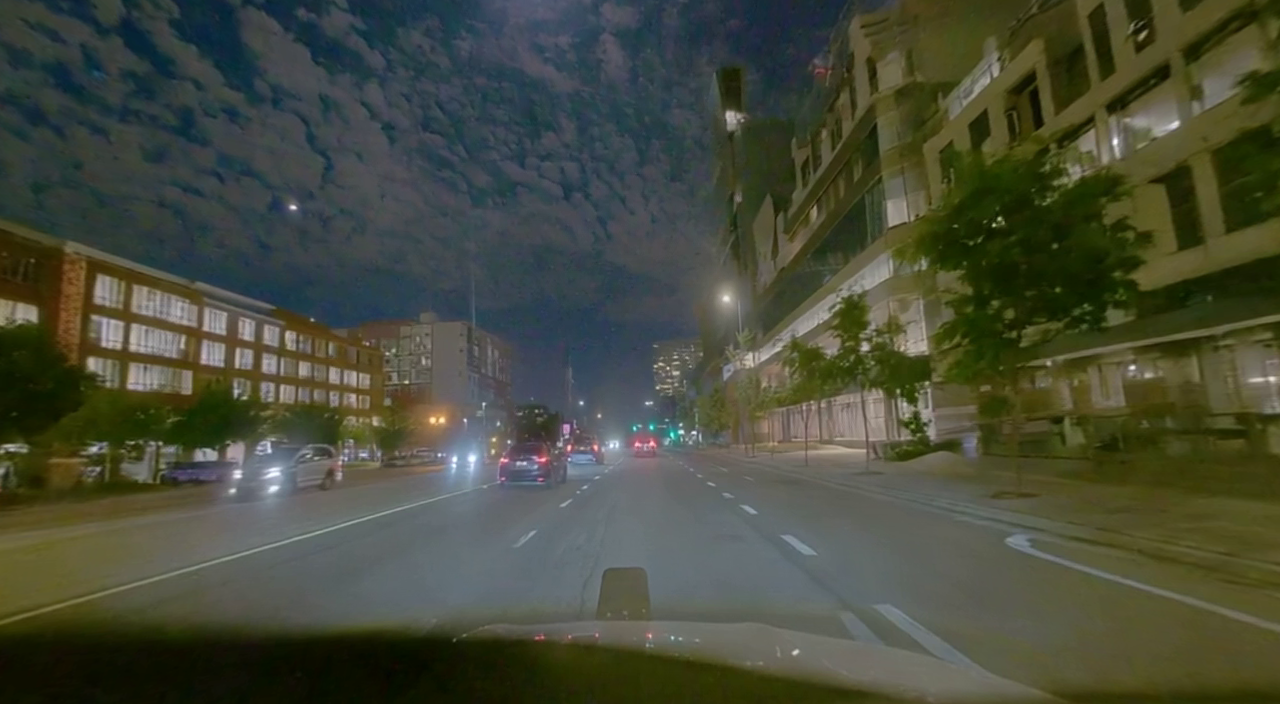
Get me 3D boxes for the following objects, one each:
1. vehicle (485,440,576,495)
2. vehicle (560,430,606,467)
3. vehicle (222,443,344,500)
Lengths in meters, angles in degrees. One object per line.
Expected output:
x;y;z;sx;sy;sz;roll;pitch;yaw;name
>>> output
-3.066;3.322;18.548;1.959;1.406;4.272;0;-9;0;vehicle
-3.217;5.575;36.537;2.152;1.987;4.527;0;-9;1;vehicle
-12.822;4.274;23.081;2.017;1.804;4.712;0;-9;-5;vehicle
